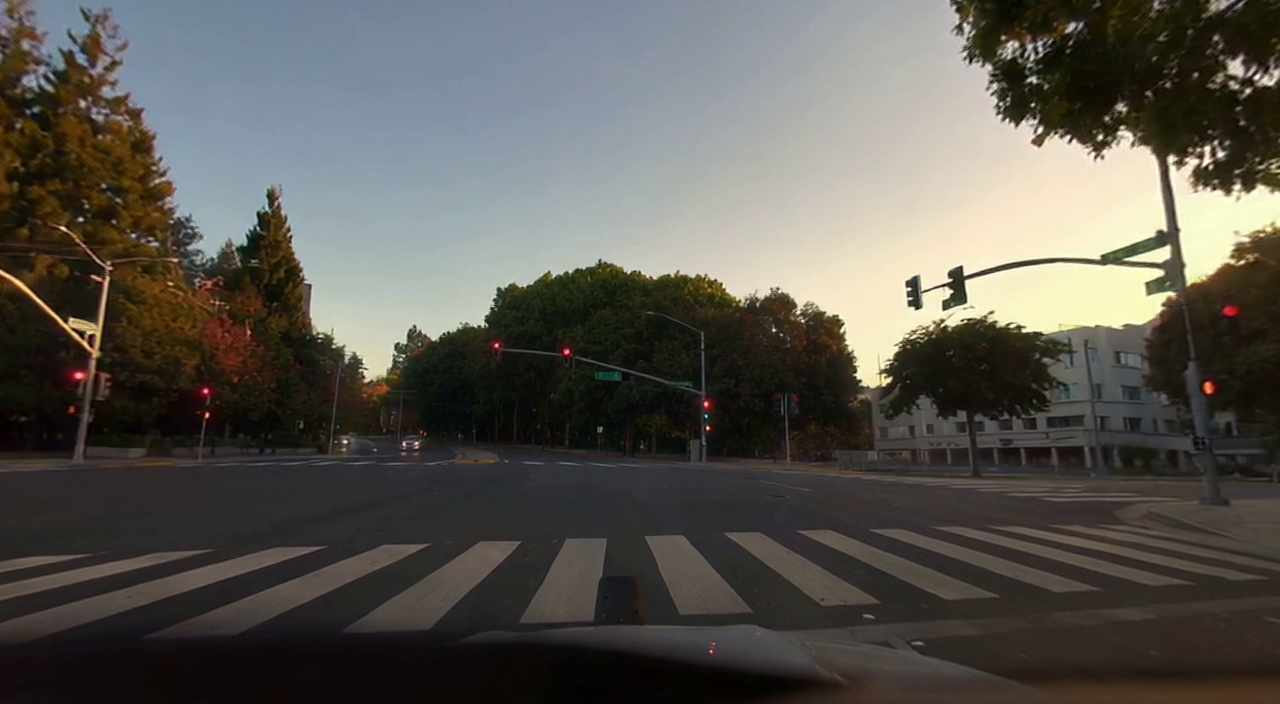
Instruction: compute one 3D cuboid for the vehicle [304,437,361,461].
[{"bbox_3d":[-19.886,6.298,41.049,1.918,1.432,4.433,1,-9,-7],"label":"vehicle"}]
